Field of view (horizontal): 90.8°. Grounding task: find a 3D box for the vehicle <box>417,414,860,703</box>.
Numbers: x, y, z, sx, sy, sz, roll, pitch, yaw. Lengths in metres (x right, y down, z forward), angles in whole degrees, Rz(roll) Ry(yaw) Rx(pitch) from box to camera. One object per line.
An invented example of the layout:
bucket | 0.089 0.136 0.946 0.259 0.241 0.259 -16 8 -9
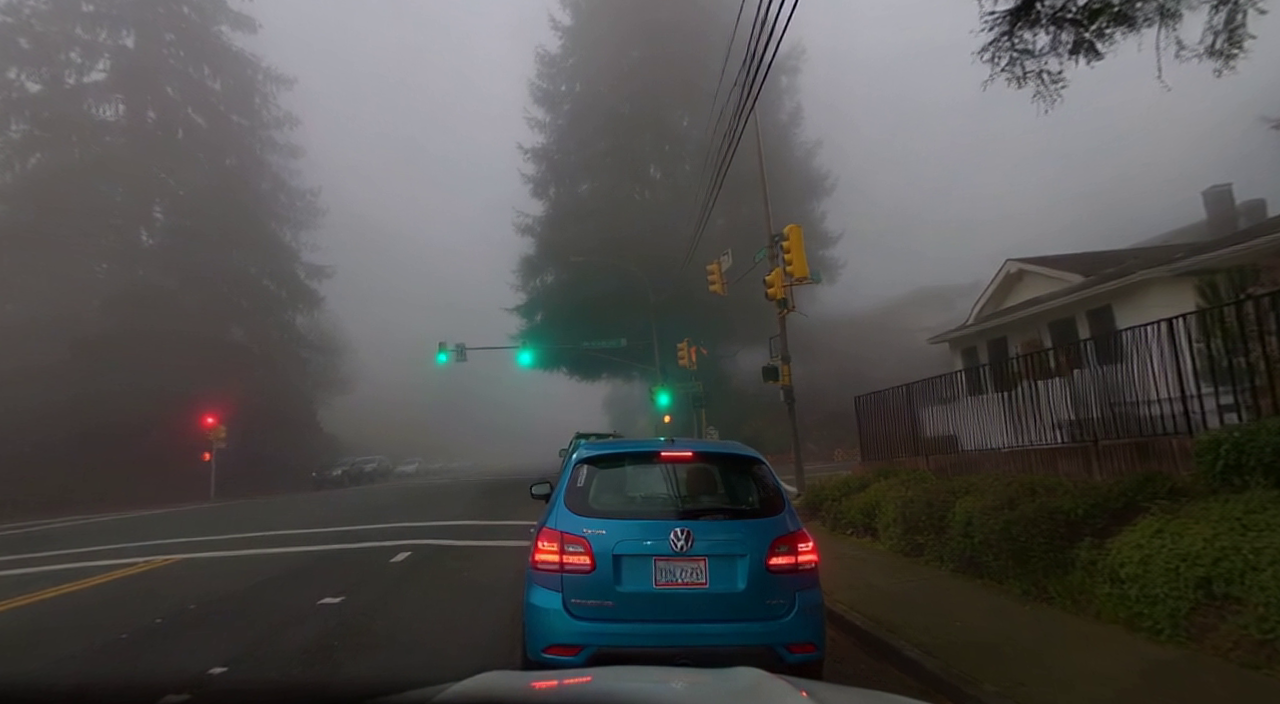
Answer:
vehicle | -0.154 1.317 4.783 2.024 1.502 3.702 1 -9 -5
